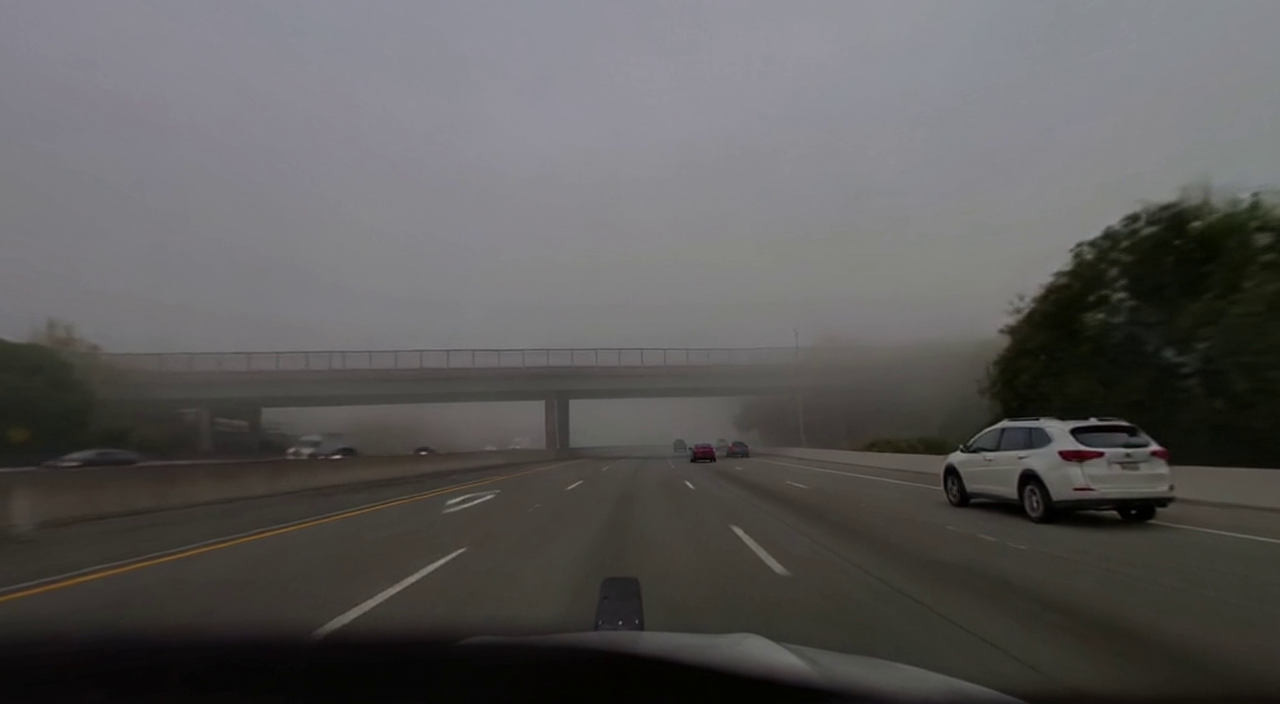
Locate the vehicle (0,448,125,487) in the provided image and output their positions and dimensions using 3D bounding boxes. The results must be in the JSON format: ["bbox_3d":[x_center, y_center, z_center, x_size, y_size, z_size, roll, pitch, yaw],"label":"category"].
[{"bbox_3d":[-27.639,5.504,30.371,1.952,1.688,4.454,0,-9,0],"label":"vehicle"}]

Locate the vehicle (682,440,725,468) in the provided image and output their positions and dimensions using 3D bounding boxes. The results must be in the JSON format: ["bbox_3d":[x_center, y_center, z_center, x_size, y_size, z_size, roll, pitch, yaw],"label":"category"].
[{"bbox_3d":[3.432,5.646,35.098,1.981,1.471,4.342,0,-9,1],"label":"vehicle"}]

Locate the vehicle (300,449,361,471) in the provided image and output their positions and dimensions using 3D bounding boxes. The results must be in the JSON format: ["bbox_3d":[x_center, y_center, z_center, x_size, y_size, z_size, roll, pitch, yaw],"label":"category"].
[{"bbox_3d":[-23.370,8.171,47.891,2.096,1.515,4.805,-1,-9,2],"label":"vehicle"}]

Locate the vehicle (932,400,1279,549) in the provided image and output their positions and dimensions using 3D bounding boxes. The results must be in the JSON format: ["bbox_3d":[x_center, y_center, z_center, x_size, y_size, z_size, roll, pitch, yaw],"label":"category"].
[{"bbox_3d":[7.063,1.886,10.355,2.087,1.806,4.946,0,-9,-1],"label":"vehicle"}]
